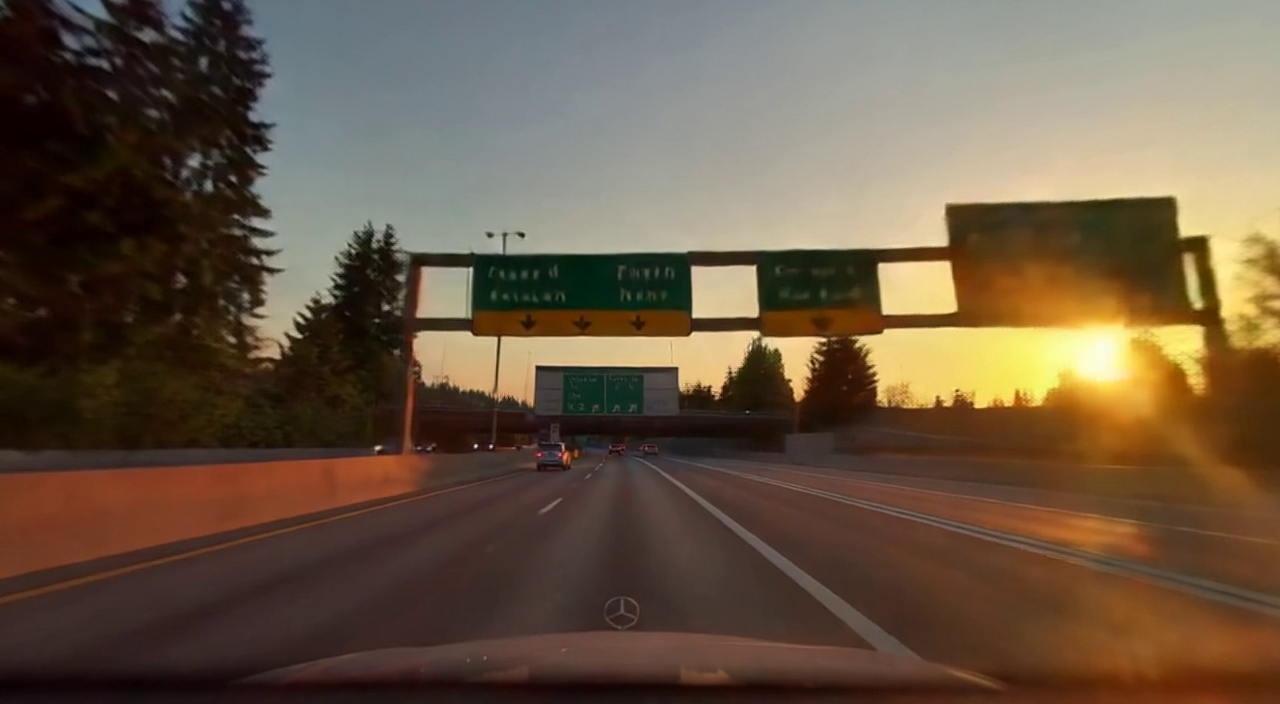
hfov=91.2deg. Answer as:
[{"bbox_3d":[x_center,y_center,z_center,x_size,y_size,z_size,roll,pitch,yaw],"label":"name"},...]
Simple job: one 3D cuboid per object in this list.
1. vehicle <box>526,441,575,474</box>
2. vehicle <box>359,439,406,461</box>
[{"bbox_3d":[-4.587,5.475,32.682,2.071,1.615,3.868,0,-9,-1],"label":"vehicle"},{"bbox_3d":[-18.147,6.932,44.358,1.759,1.489,3.855,0,-9,-1],"label":"vehicle"}]
